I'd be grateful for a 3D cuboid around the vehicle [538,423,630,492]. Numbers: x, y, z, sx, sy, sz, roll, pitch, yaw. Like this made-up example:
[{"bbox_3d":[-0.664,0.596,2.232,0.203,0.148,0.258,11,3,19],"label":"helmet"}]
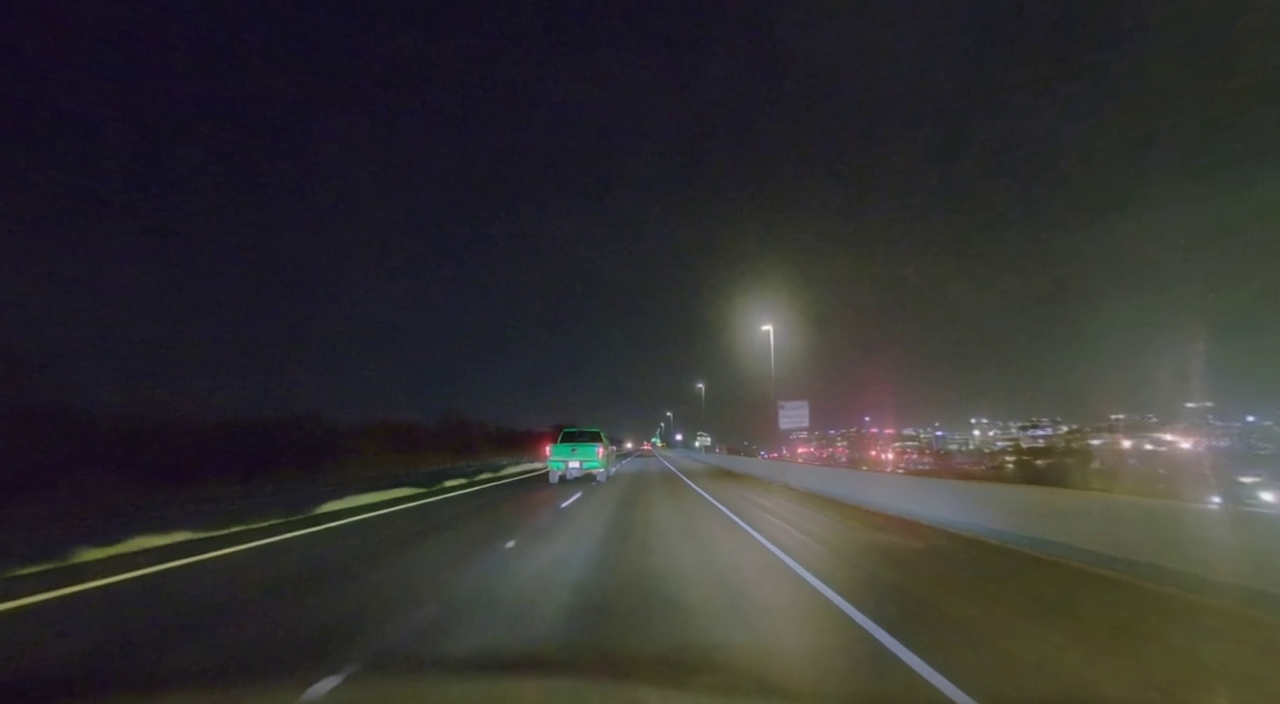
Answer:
[{"bbox_3d":[-1.642,3.422,20.796,2.350,1.932,5.562,-1,-8,2],"label":"vehicle"}]
